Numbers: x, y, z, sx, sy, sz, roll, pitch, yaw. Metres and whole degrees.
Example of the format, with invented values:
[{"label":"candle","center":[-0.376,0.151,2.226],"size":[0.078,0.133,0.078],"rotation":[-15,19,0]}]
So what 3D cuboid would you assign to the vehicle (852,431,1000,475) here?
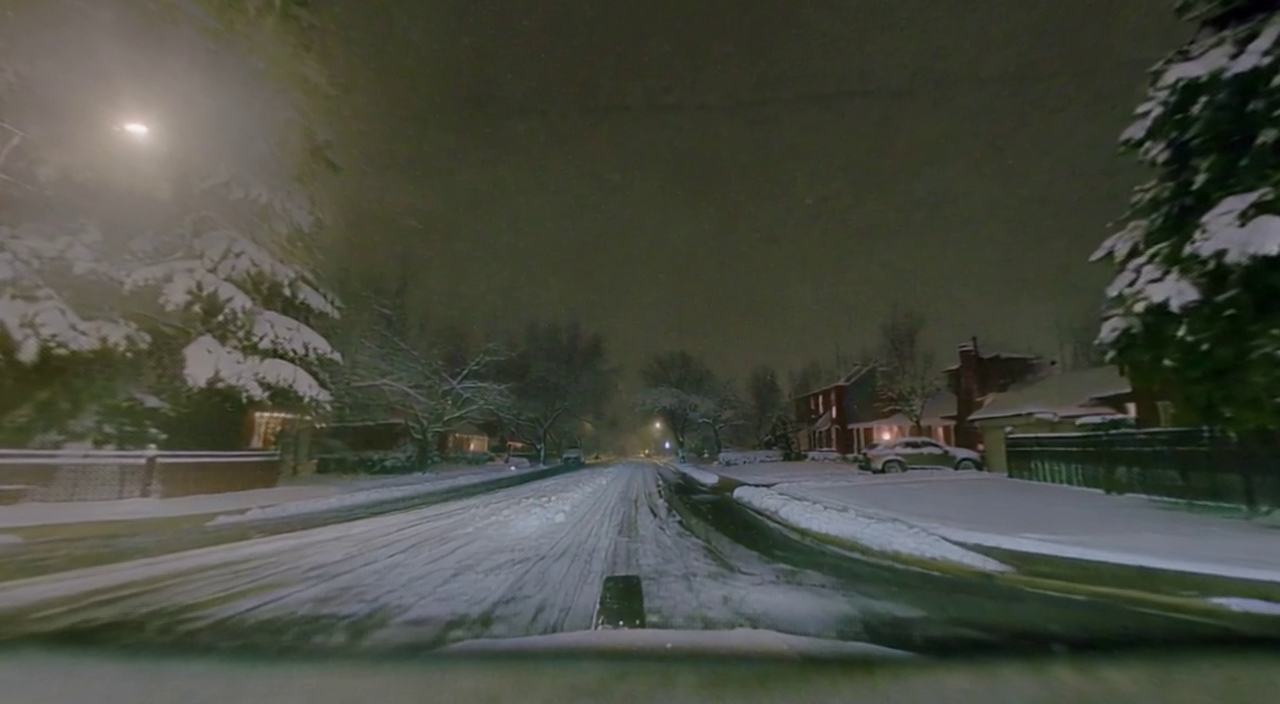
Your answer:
[{"label":"vehicle","center":[11.200,4.002,25.029],"size":[4.894,1.616,1.965],"rotation":[-1,-9,2]}]
